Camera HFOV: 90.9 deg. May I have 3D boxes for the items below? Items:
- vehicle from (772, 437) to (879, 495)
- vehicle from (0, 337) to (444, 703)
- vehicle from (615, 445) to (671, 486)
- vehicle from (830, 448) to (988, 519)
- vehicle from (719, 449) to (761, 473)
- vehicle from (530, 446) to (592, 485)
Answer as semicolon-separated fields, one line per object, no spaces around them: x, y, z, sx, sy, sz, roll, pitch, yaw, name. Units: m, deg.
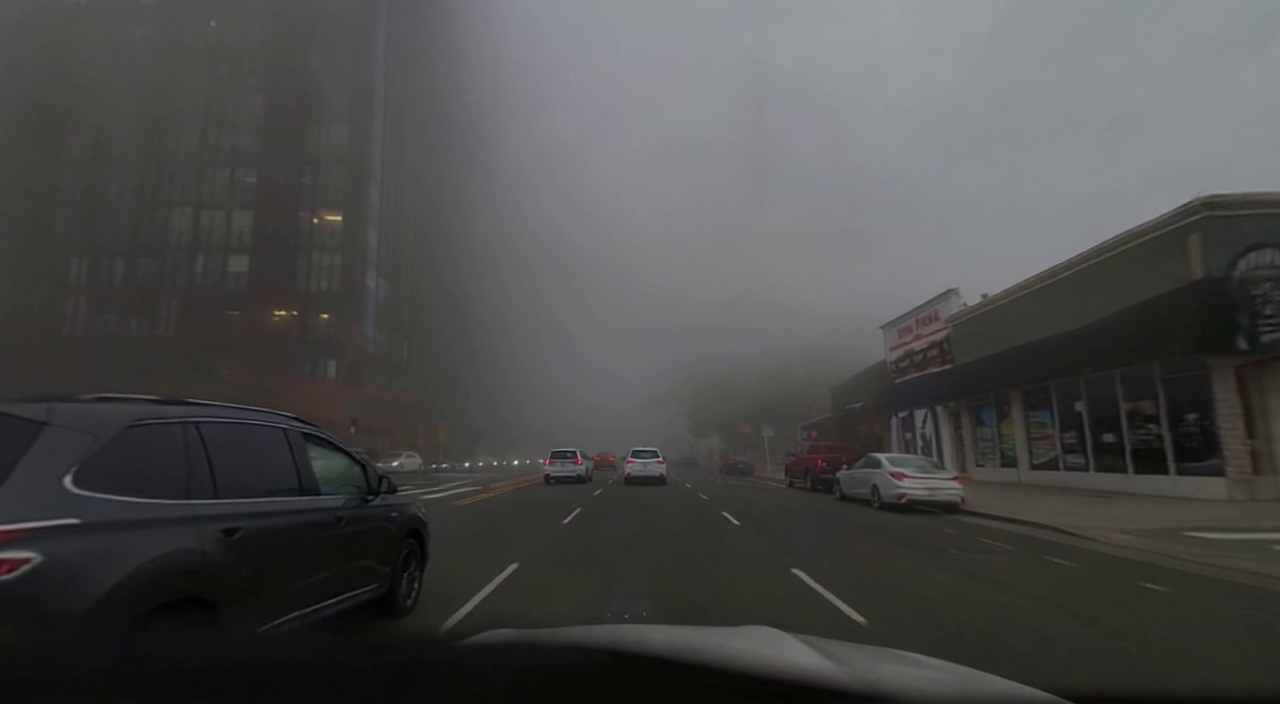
6.440;4.022;22.619;2.159;1.817;5.056;0;-9;-2;vehicle
-2.941;1.064;3.743;2.049;1.646;4.445;0;-9;1;vehicle
0.122;4.431;24.968;2.037;1.484;4.073;0;-9;0;vehicle
6.362;3.130;15.576;1.944;1.462;4.406;0;-9;0;vehicle
6.801;7.447;43.334;2.014;1.495;4.562;0;-9;-1;vehicle
-3.169;4.658;26.242;1.950;1.450;4.257;0;-9;1;vehicle
